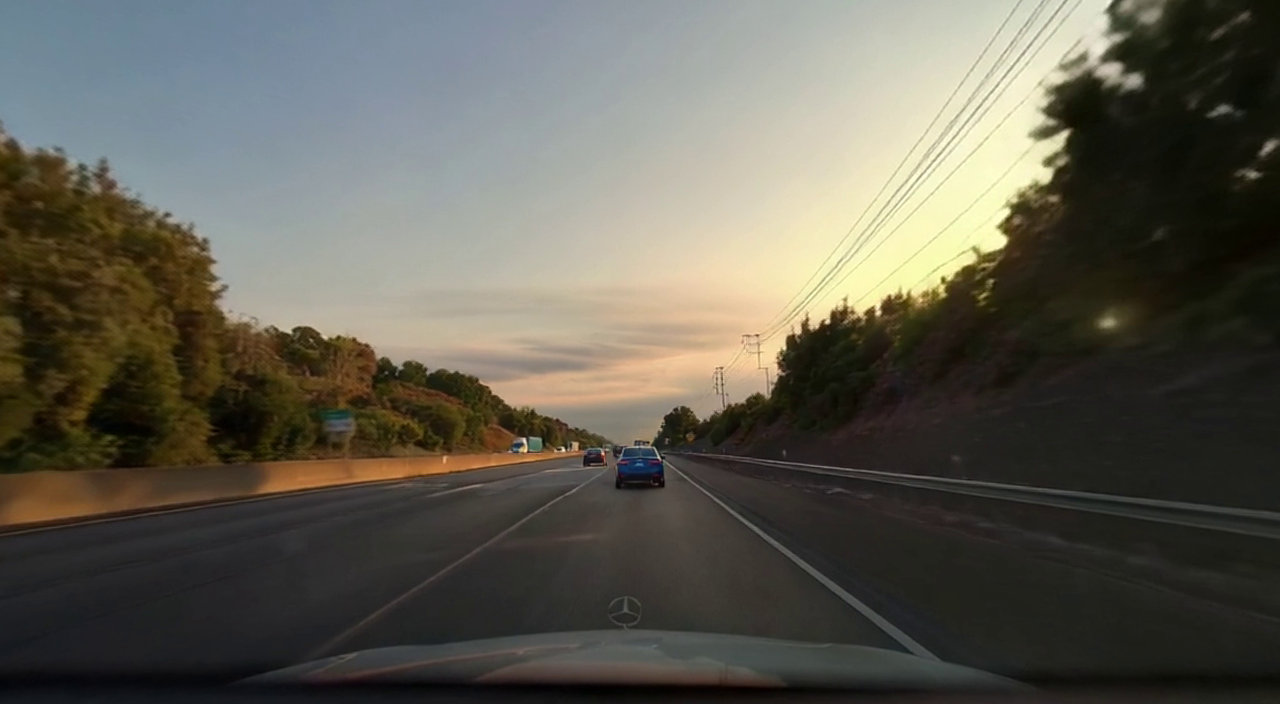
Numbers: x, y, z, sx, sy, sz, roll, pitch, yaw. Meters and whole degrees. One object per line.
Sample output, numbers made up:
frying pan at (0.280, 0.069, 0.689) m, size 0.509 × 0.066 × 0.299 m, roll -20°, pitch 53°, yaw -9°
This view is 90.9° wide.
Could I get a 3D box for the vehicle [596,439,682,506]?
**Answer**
vehicle at (-0.062, 3.103, 16.628) m, size 1.966 × 1.499 × 4.298 m, roll 0°, pitch -9°, yaw -1°
